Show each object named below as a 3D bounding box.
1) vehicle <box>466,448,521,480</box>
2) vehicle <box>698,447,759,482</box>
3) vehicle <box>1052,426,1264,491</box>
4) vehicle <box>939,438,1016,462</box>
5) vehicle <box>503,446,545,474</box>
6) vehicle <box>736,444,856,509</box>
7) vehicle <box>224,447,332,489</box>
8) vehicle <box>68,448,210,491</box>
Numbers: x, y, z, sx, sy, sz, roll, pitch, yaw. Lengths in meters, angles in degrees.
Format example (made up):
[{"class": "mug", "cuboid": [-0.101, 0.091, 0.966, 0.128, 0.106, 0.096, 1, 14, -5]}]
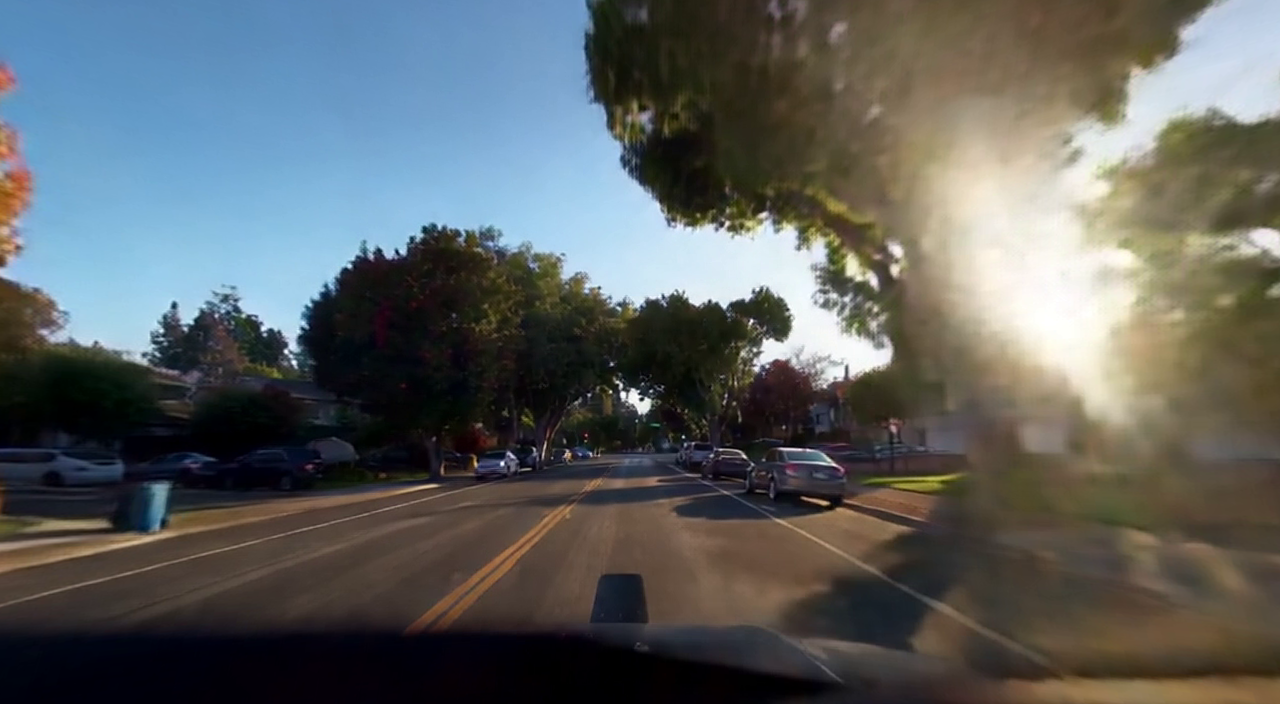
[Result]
[{"class": "vehicle", "cuboid": [-7.619, 5.857, 33.083, 1.976, 1.554, 3.654, 0, -9, 1]}, {"class": "vehicle", "cuboid": [3.856, 4.982, 28.182, 2.036, 1.405, 4.312, 0, -9, -1]}, {"class": "vehicle", "cuboid": [12.725, 2.623, 15.634, 3.731, 1.491, 1.678, 0, -9, -1]}, {"class": "vehicle", "cuboid": [25.511, 7.437, 47.633, 4.572, 1.771, 2.081, 0, -9, 1]}, {"class": "vehicle", "cuboid": [-7.603, 7.084, 41.647, 1.994, 1.718, 4.518, 0, -9, -1]}, {"class": "vehicle", "cuboid": [3.962, 3.238, 16.941, 2.005, 1.466, 4.767, 0, -9, 0]}, {"class": "vehicle", "cuboid": [-14.252, 4.545, 25.052, 1.921, 1.518, 3.799, 0, -9, 2]}, {"class": "vehicle", "cuboid": [-20.129, 4.747, 25.627, 1.880, 1.510, 4.758, -2, -10, 0]}]
